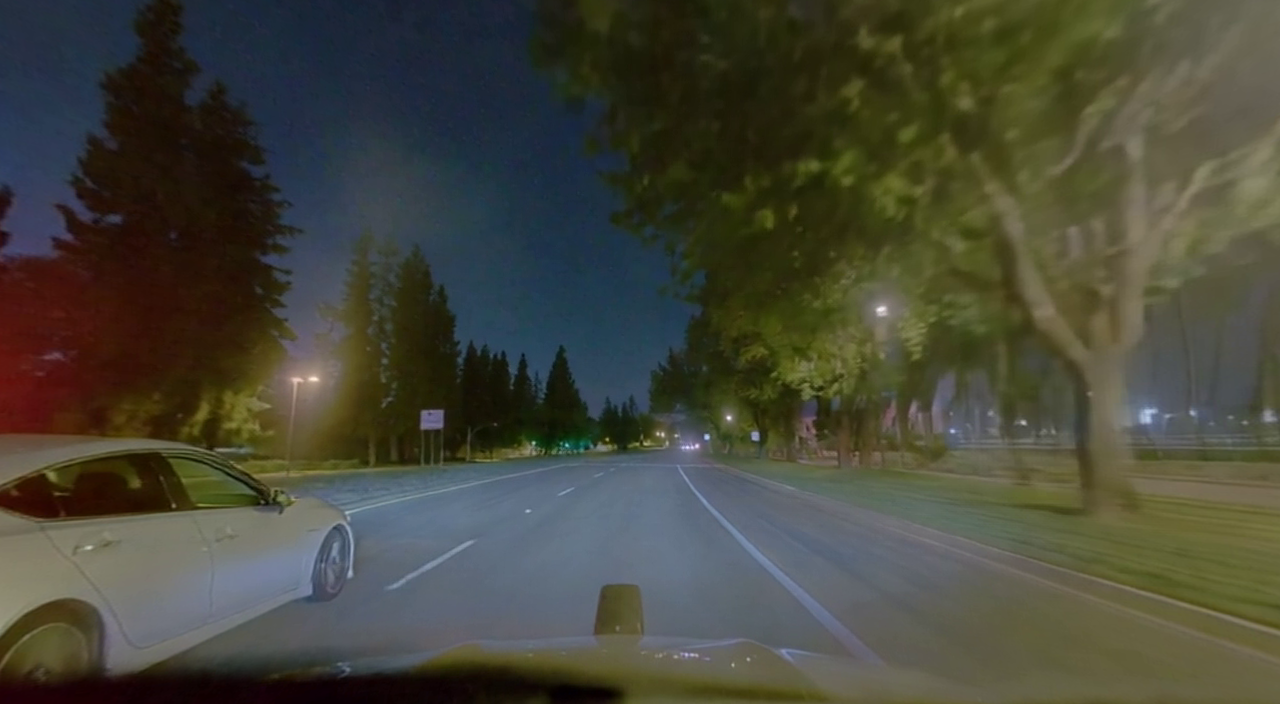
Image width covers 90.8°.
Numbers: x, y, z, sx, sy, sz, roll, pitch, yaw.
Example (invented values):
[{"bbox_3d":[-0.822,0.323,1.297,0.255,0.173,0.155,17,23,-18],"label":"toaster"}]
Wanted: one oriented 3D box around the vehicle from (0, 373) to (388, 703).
[{"bbox_3d":[-3.194,1.007,3.368,1.915,1.521,4.283,0,-8,0],"label":"vehicle"}]
